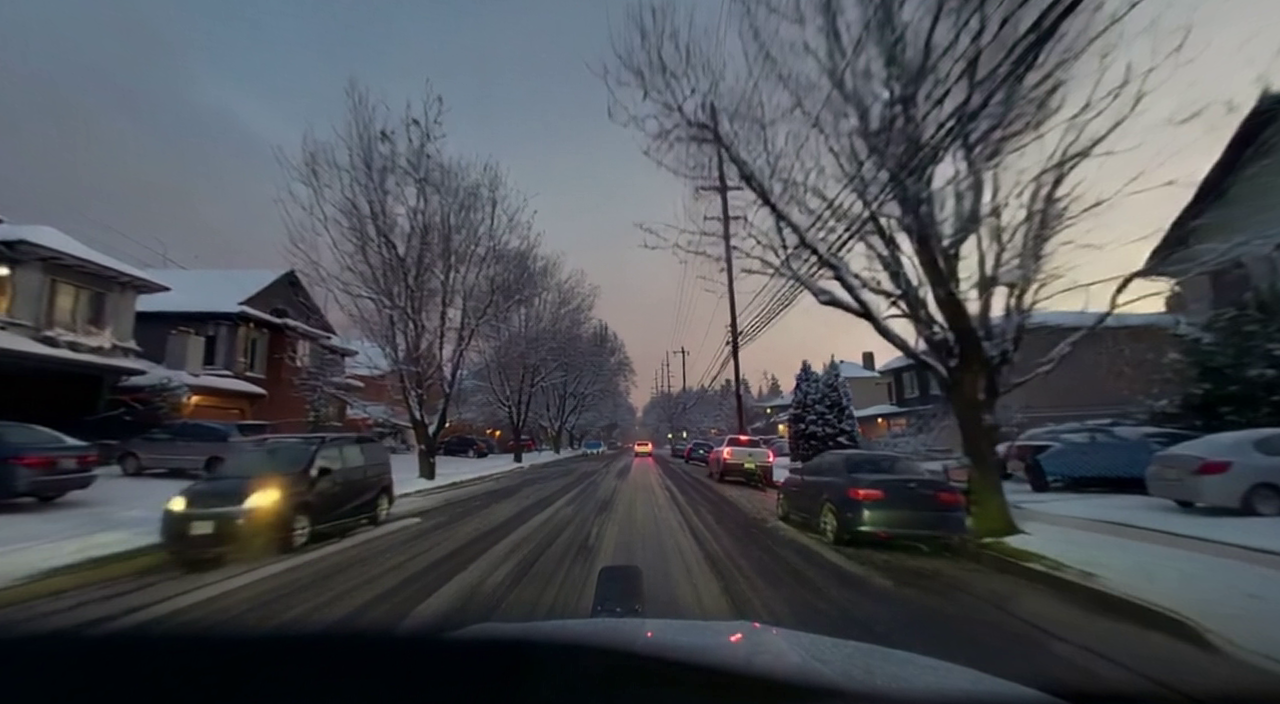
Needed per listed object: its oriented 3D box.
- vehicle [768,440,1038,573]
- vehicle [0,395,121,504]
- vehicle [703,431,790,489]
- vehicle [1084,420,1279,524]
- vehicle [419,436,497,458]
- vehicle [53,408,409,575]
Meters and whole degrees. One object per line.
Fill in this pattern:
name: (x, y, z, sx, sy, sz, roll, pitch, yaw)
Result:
vehicle: (3.471, 2.119, 9.644, 2.008, 1.482, 4.891, 0, -8, 0)
vehicle: (-12.934, 1.671, 11.436, 5.040, 1.756, 2.315, 2, -8, 3)
vehicle: (3.666, 3.818, 22.738, 2.280, 1.820, 5.001, 0, -8, 0)
vehicle: (10.799, 2.005, 10.802, 4.739, 1.576, 2.086, 0, -9, 3)
vehicle: (-12.665, 6.662, 44.260, 4.792, 1.521, 2.077, 0, -8, 1)
vehicle: (-5.088, 1.789, 8.809, 2.103, 1.731, 4.197, 0, -9, 0)
